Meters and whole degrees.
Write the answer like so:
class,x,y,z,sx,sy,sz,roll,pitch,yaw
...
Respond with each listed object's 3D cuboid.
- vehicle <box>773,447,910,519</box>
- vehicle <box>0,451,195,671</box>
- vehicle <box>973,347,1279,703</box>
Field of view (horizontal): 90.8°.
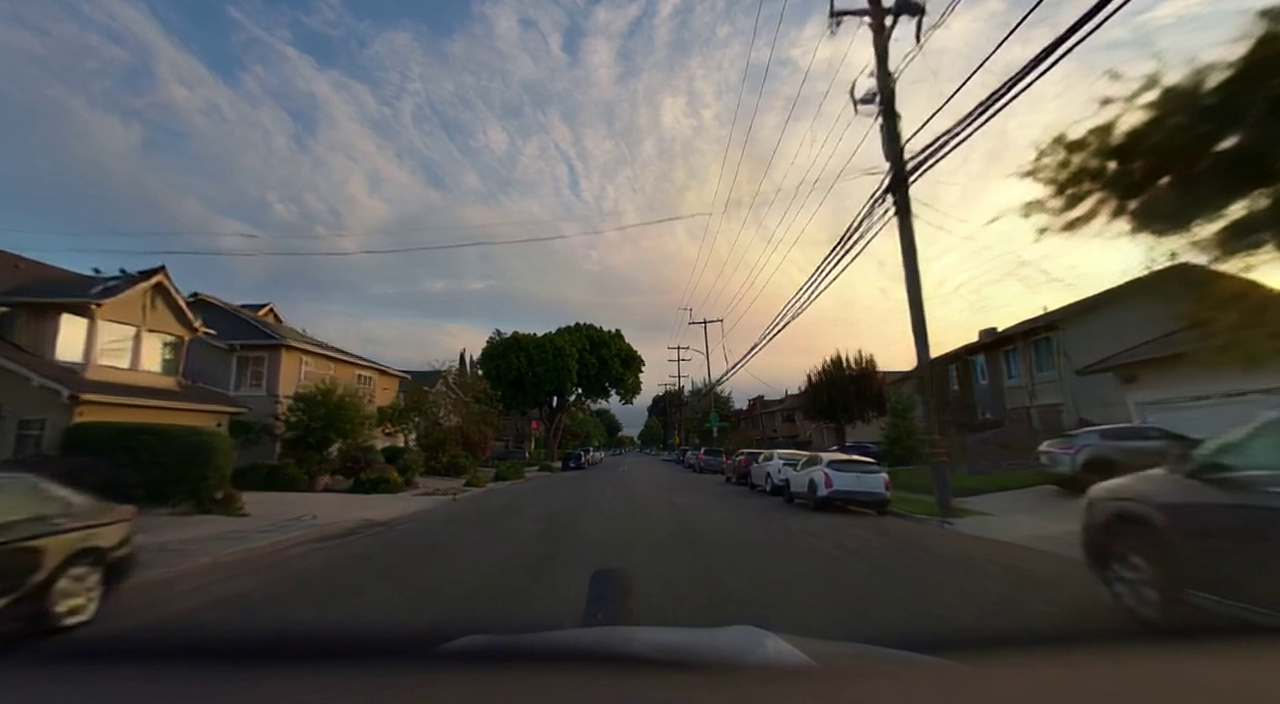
class,x,y,z,sx,sy,sz,roll,pitch,yaw
vehicle,4.662,3.051,15.390,1.859,1.469,4.550,0,-9,0
vehicle,-5.374,1.421,4.107,1.856,1.499,4.216,0,-8,0
vehicle,4.565,0.894,3.069,2.462,1.894,6.076,0,-9,-1
